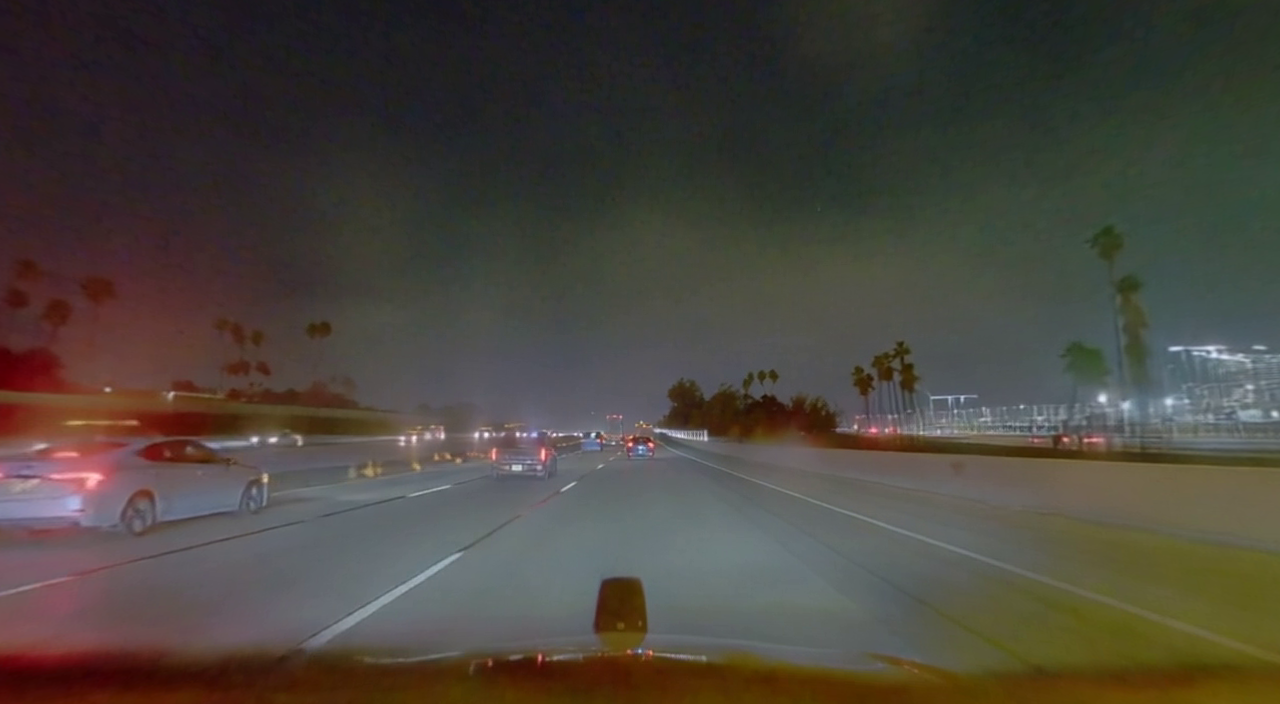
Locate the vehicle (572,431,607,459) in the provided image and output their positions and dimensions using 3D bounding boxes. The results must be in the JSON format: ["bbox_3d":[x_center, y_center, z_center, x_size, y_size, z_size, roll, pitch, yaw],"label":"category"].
[{"bbox_3d":[-3.780,7.078,48.142,2.203,1.958,4.848,0,-8,1],"label":"vehicle"}]

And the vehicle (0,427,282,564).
[{"bbox_3d":[-7.449,1.878,9.107,1.949,1.476,4.410,0,-8,0],"label":"vehicle"}]

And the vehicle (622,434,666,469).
[{"bbox_3d":[0.193,5.048,32.236,2.136,1.678,4.052,0,-8,0],"label":"vehicle"}]

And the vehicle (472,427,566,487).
[{"bbox_3d":[-3.807,3.399,20.739,2.108,1.740,4.549,0,-8,1],"label":"vehicle"}]
